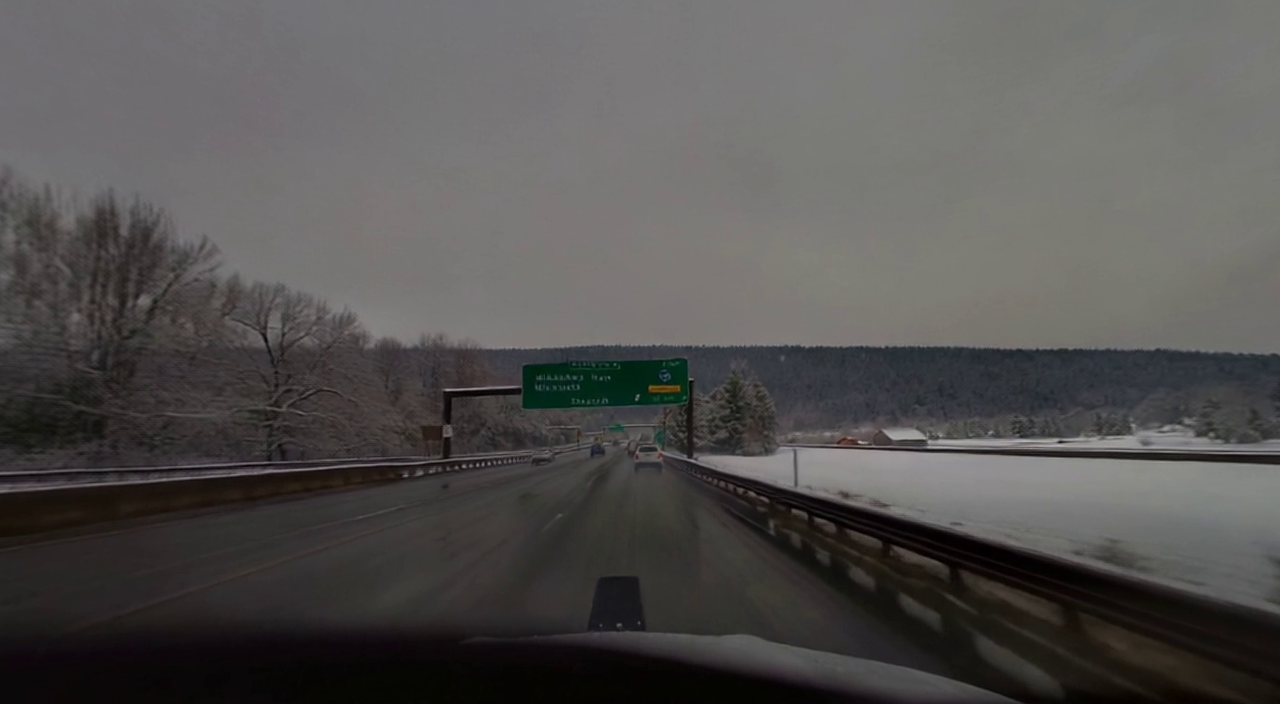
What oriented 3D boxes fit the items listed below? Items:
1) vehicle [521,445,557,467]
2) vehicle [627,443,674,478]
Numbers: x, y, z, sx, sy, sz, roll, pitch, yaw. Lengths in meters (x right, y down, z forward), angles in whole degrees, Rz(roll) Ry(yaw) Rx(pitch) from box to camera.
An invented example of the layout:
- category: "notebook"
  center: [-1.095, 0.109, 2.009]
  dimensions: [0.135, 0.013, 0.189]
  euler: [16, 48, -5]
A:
- category: "vehicle"
  center: [-7.144, 7.430, 44.999]
  dimensions: [1.955, 1.468, 3.637]
  euler: [0, -9, 0]
- category: "vehicle"
  center: [0.392, 4.948, 28.919]
  dimensions: [2.019, 1.475, 4.301]
  euler: [0, -9, -1]
